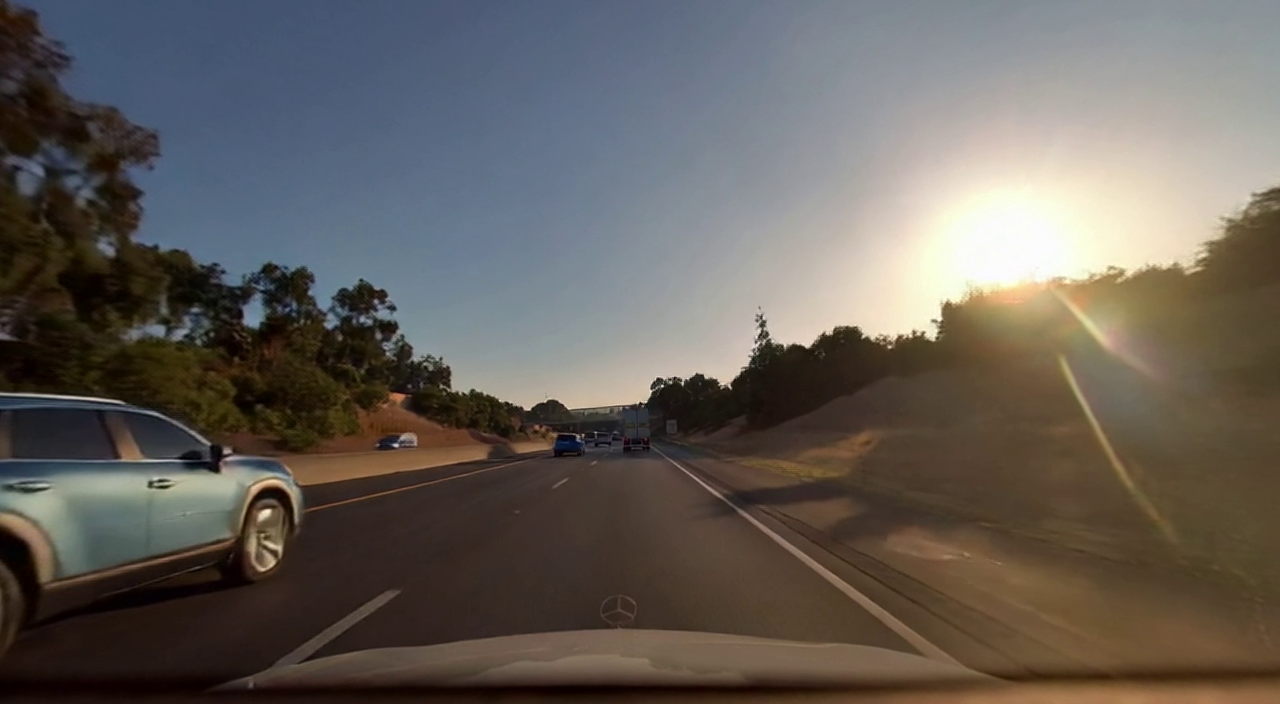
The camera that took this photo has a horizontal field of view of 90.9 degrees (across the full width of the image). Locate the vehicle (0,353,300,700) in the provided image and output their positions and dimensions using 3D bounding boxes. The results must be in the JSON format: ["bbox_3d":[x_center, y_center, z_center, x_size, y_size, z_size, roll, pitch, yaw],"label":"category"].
[{"bbox_3d":[-4.108,0.908,3.509,2.045,1.655,4.301,0,-8,-1],"label":"vehicle"}]

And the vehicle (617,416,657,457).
[{"bbox_3d":[-0.240,5.647,41.893,2.526,2.531,5.026,0,-8,-1],"label":"vehicle"}]

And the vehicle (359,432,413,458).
[{"bbox_3d":[-17.907,6.555,44.666,1.902,1.712,4.858,0,-8,-1],"label":"vehicle"}]

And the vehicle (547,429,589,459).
[{"bbox_3d":[-4.419,5.684,39.145,2.049,1.726,4.291,0,-8,0],"label":"vehicle"}]
